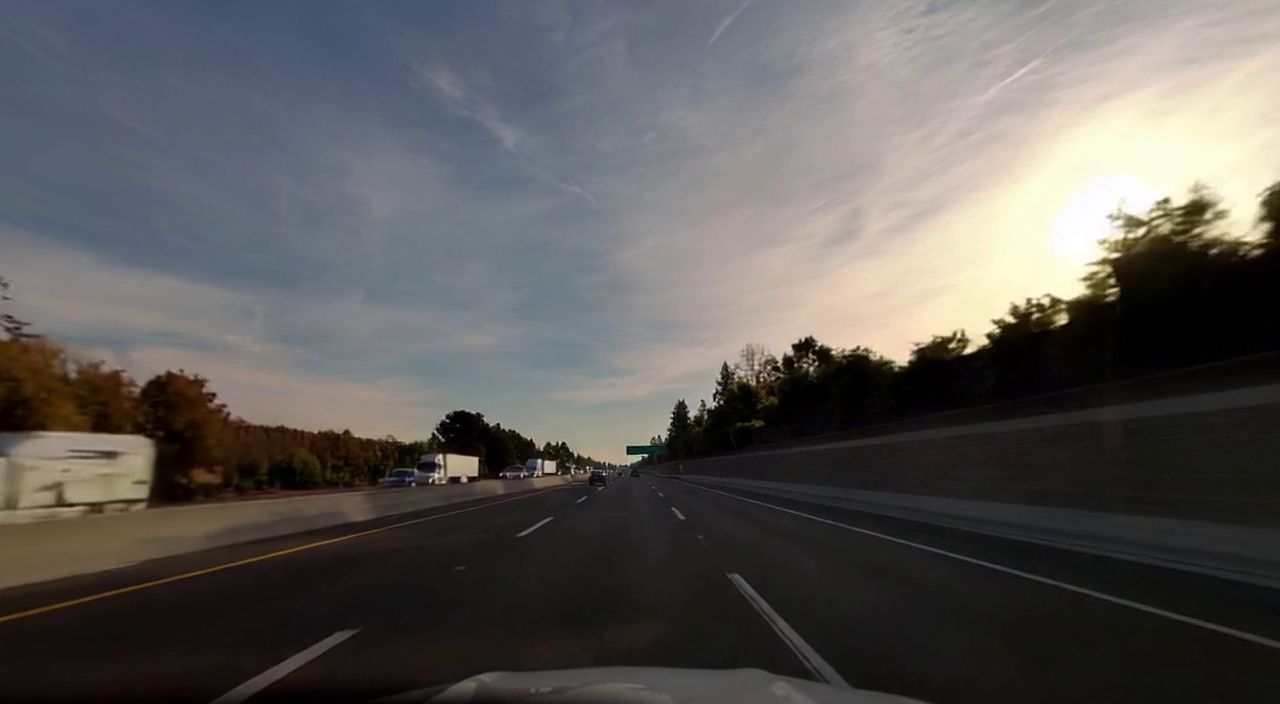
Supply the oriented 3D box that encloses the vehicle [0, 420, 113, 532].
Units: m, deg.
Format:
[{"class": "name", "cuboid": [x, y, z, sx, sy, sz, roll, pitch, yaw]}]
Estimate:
[{"class": "vehicle", "cuboid": [-17.120, 3.040, 15.447, 2.485, 2.734, 6.652, 1, -11, 0]}]
